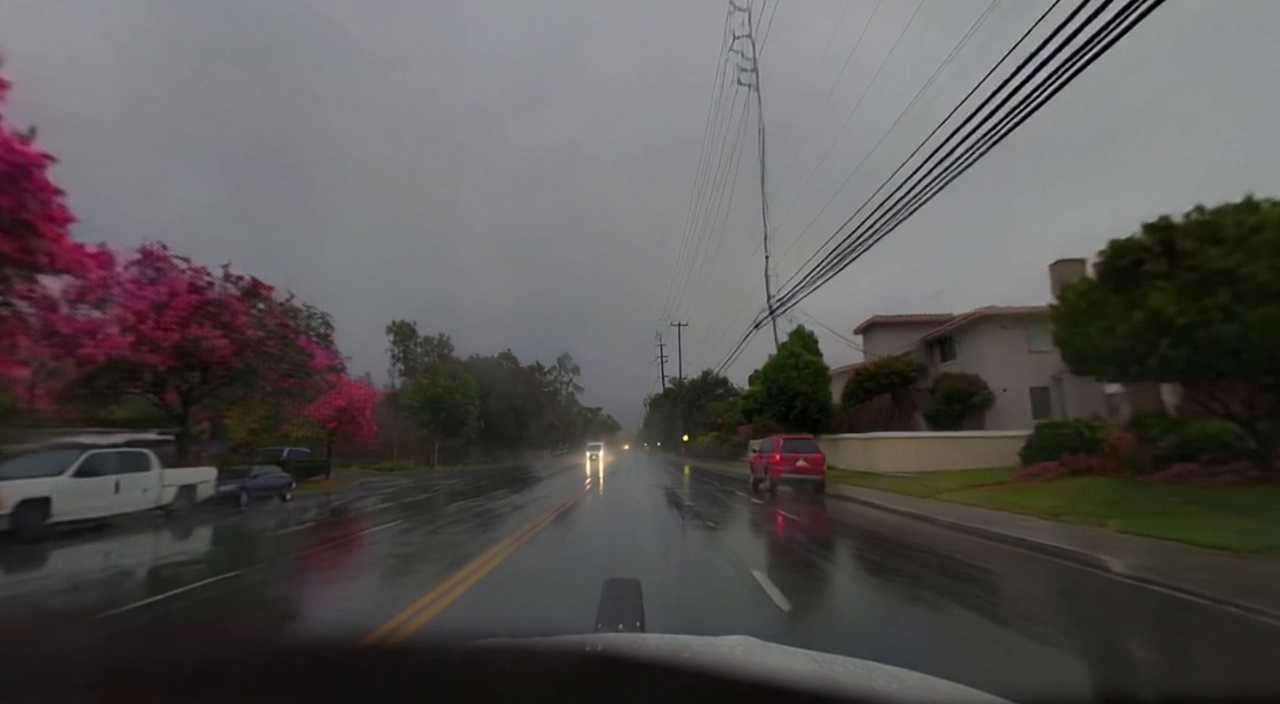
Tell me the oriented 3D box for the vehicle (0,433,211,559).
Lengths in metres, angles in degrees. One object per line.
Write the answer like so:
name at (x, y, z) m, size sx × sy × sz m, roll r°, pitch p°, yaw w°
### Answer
vehicle at (-12.936, 3.050, 14.389) m, size 2.331 × 2.265 × 5.888 m, roll -2°, pitch -7°, yaw -1°

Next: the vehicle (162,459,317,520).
vehicle at (-13.256, 4.534, 21.378) m, size 2.106 × 1.606 × 4.804 m, roll -2°, pitch -8°, yaw 0°

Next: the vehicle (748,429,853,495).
vehicle at (5.368, 3.766, 22.038) m, size 2.238 × 1.995 × 5.491 m, roll 0°, pitch -9°, yaw 0°
